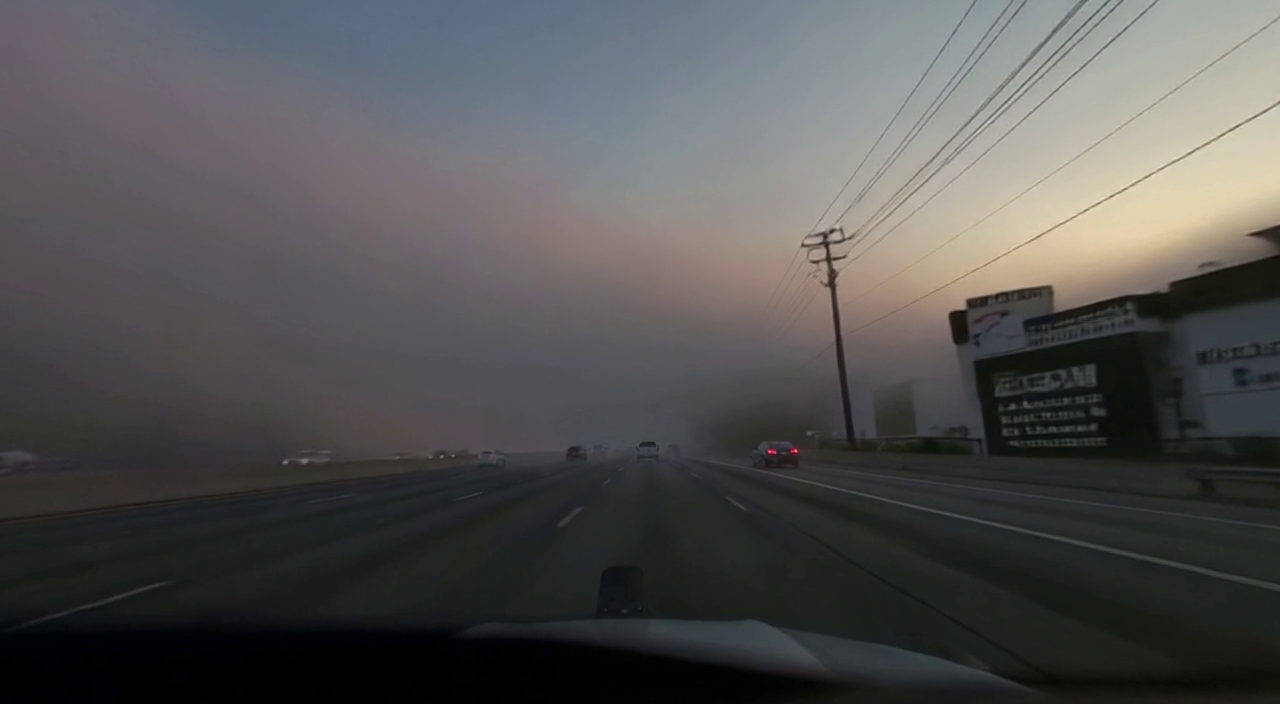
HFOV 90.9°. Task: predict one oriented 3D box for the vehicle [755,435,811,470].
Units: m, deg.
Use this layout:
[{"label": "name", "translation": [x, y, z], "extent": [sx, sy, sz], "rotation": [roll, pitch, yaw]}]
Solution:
[{"label": "vehicle", "translation": [7.649, 5.418, 34.121], "extent": [1.937, 1.698, 4.322], "rotation": [0, -8, -1]}]
